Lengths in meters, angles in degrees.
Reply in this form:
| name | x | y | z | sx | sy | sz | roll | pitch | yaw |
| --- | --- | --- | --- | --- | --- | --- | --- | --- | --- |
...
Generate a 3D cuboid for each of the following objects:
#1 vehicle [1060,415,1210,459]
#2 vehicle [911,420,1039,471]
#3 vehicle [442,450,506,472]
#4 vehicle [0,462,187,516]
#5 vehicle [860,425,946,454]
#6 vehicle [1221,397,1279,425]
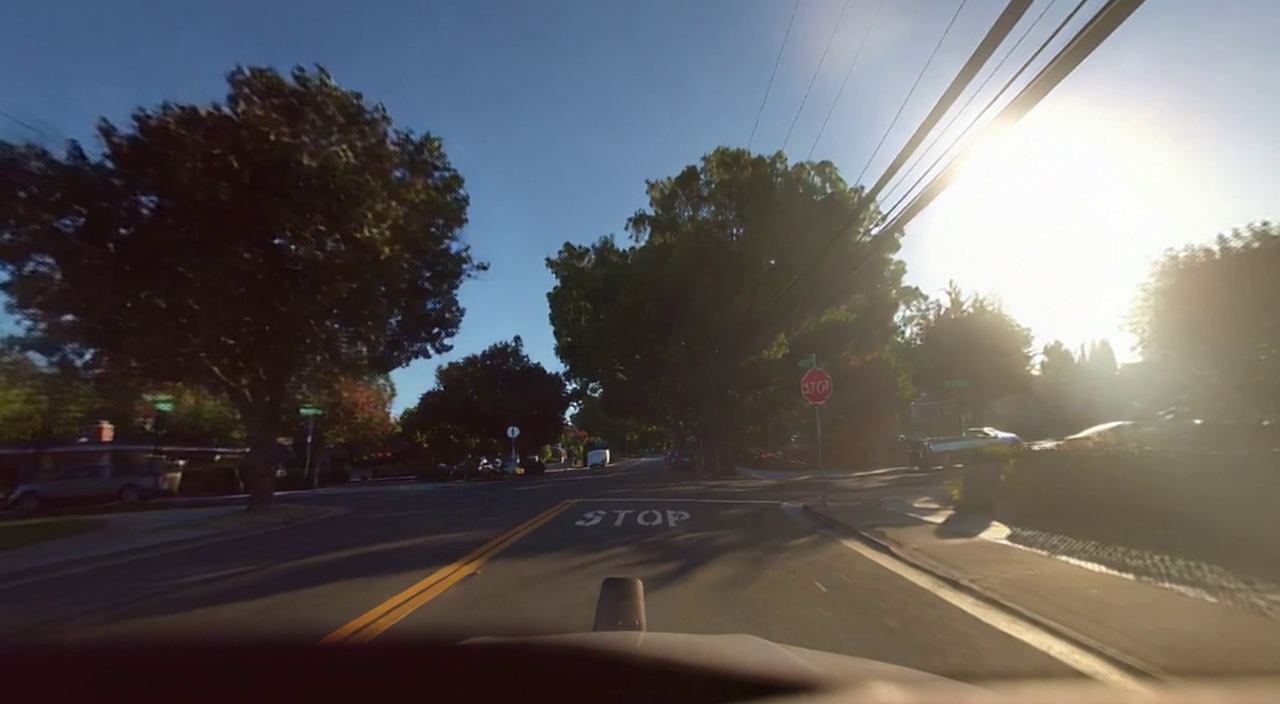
| name | x | y | z | sx | sy | sz | roll | pitch | yaw |
| --- | --- | --- | --- | --- | --- | --- | --- | --- | --- |
| vehicle | 17.951 | 3.075 | 22.910 | 4.682 | 1.483 | 1.917 | 2 | -9 | -19 |
| vehicle | 15.590 | 4.376 | 29.515 | 4.788 | 1.875 | 2.148 | 1 | -19 | -15 |
| vehicle | -11.458 | 7.557 | 43.837 | 3.937 | 1.390 | 1.644 | 1 | -7 | 2 |
| vehicle | -16.998 | 4.190 | 19.592 | 4.320 | 1.443 | 1.867 | 1 | -8 | -8 |
| vehicle | 15.643 | 5.274 | 37.851 | 1.960 | 1.584 | 4.669 | 3 | -9 | -22 |
| vehicle | 37.407 | 3.583 | 37.853 | 4.028 | 1.469 | 1.884 | 3 | -10 | -19 |
